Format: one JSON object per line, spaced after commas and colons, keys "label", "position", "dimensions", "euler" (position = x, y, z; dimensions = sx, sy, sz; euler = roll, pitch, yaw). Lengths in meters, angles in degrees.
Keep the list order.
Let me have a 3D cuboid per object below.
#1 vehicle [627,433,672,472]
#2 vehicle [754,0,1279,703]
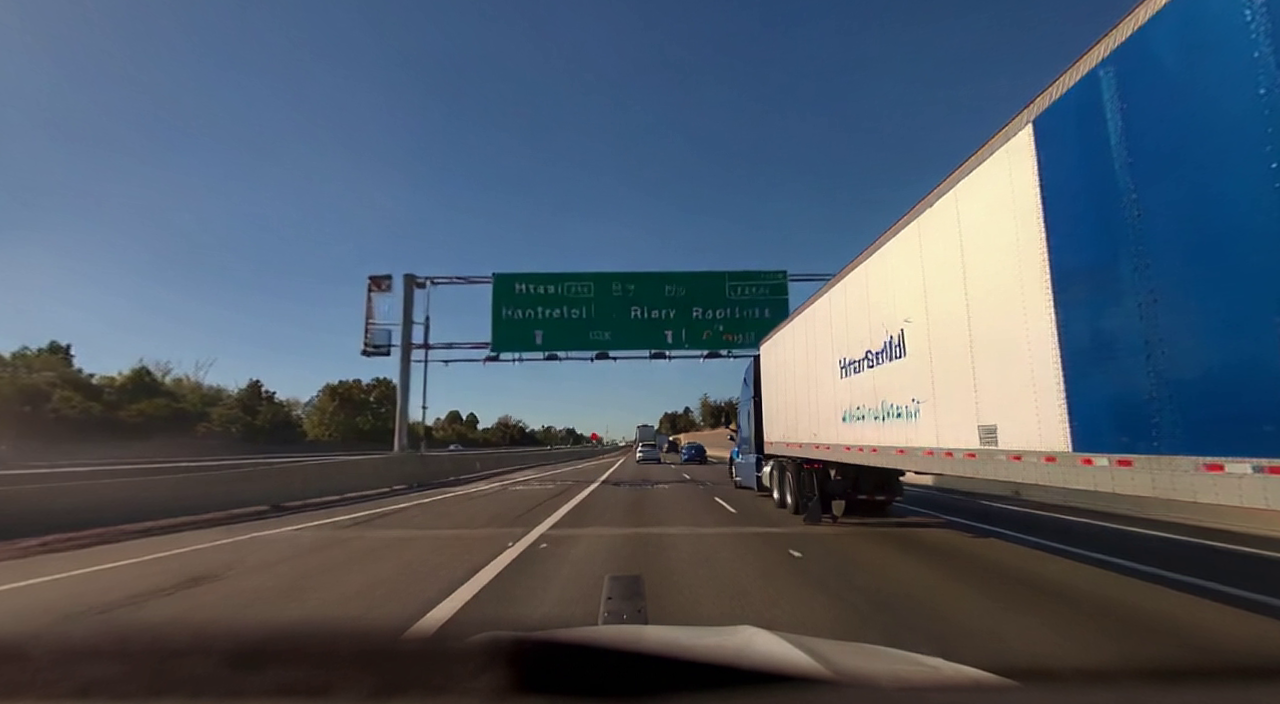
{"label": "vehicle", "position": [0.466, 5.228, 32.796], "dimensions": [2.205, 1.860, 4.301], "euler": [0, -9, 0]}
{"label": "vehicle", "position": [4.088, 0.262, 6.360], "dimensions": [3.019, 4.145, 16.453], "euler": [-1, -9, 1]}
